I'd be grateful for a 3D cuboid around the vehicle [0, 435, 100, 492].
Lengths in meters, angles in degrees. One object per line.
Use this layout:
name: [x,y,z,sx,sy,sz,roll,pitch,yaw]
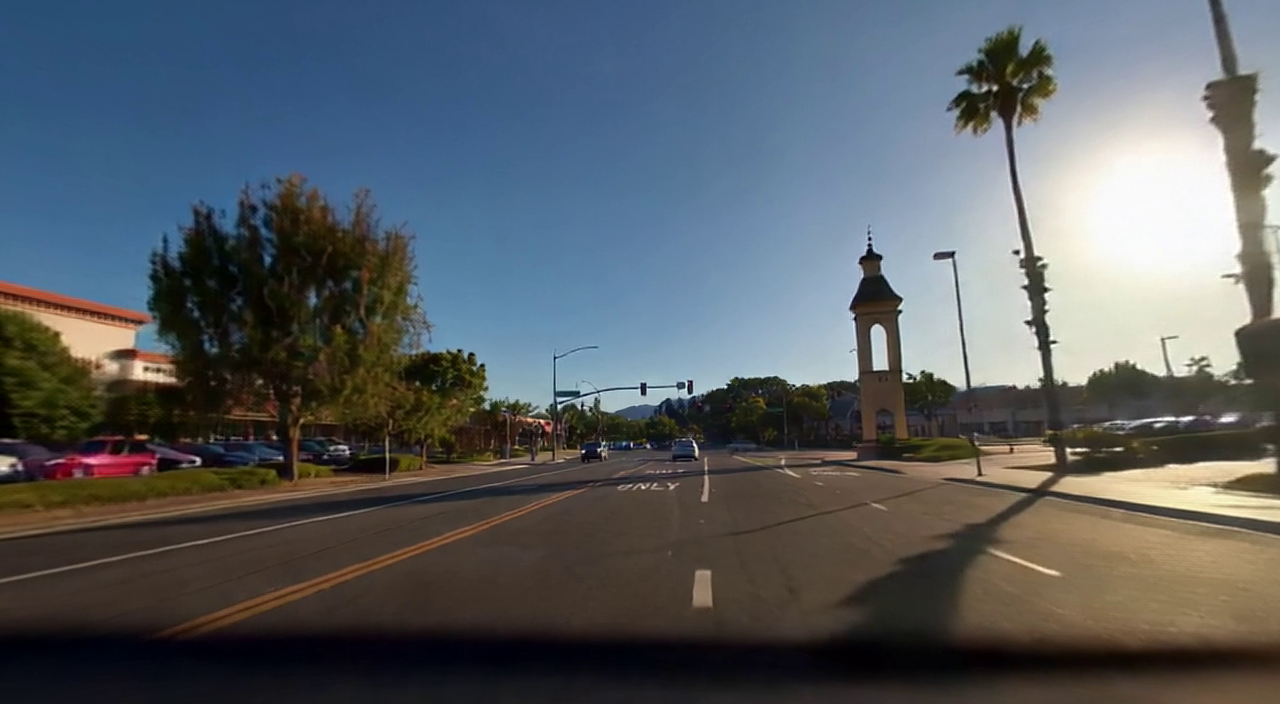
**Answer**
vehicle: [-22.128,3.862,21.979,4.486,1.801,2.250,-1,-6,3]
